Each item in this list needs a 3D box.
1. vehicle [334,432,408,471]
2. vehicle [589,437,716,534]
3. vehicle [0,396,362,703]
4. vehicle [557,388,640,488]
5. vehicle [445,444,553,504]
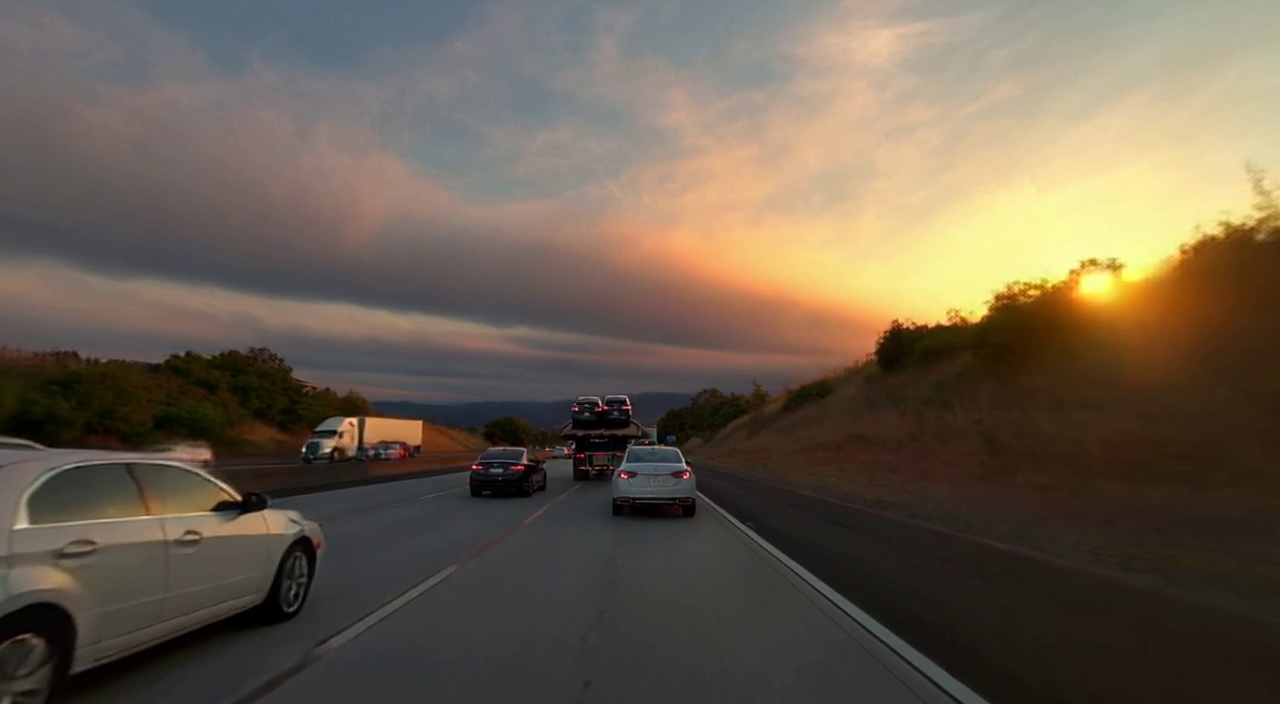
[{"bbox_3d":[-18.950,7.072,44.926,2.360,2.581,6.256,0,-9,1],"label":"vehicle"},{"bbox_3d":[0.172,2.370,11.685,1.991,1.507,3.391,0,-9,-1],"label":"vehicle"},{"bbox_3d":[-3.354,1.069,3.227,2.149,1.497,3.753,0,-9,0],"label":"vehicle"},{"bbox_3d":[-2.623,4.507,32.257,3.019,3.757,16.692,1,-9,-8],"label":"vehicle"},{"bbox_3d":[-3.788,3.365,17.867,1.947,1.470,4.526,0,-9,1],"label":"vehicle"}]
